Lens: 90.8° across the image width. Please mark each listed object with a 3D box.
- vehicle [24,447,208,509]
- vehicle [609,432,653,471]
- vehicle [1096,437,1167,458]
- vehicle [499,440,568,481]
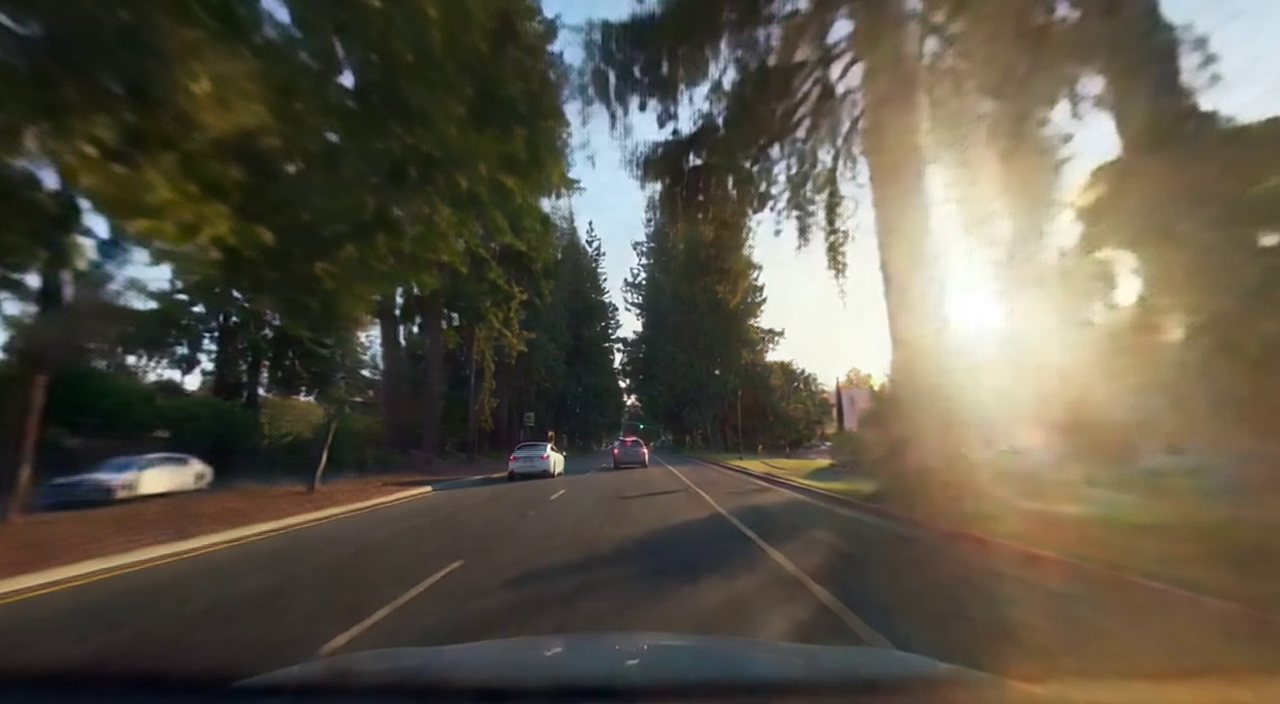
[{"bbox_3d":[-16.343,3.895,20.105,1.896,1.712,4.523,0,-8,0],"label":"vehicle"},{"bbox_3d":[-0.458,4.907,31.269,2.018,1.769,3.897,0,-8,-1],"label":"vehicle"},{"bbox_3d":[33.583,6.540,43.181,3.531,1.422,1.598,1,-9,-5],"label":"vehicle"},{"bbox_3d":[-4.086,4.221,24.873,1.917,1.448,4.178,0,-8,1],"label":"vehicle"}]
